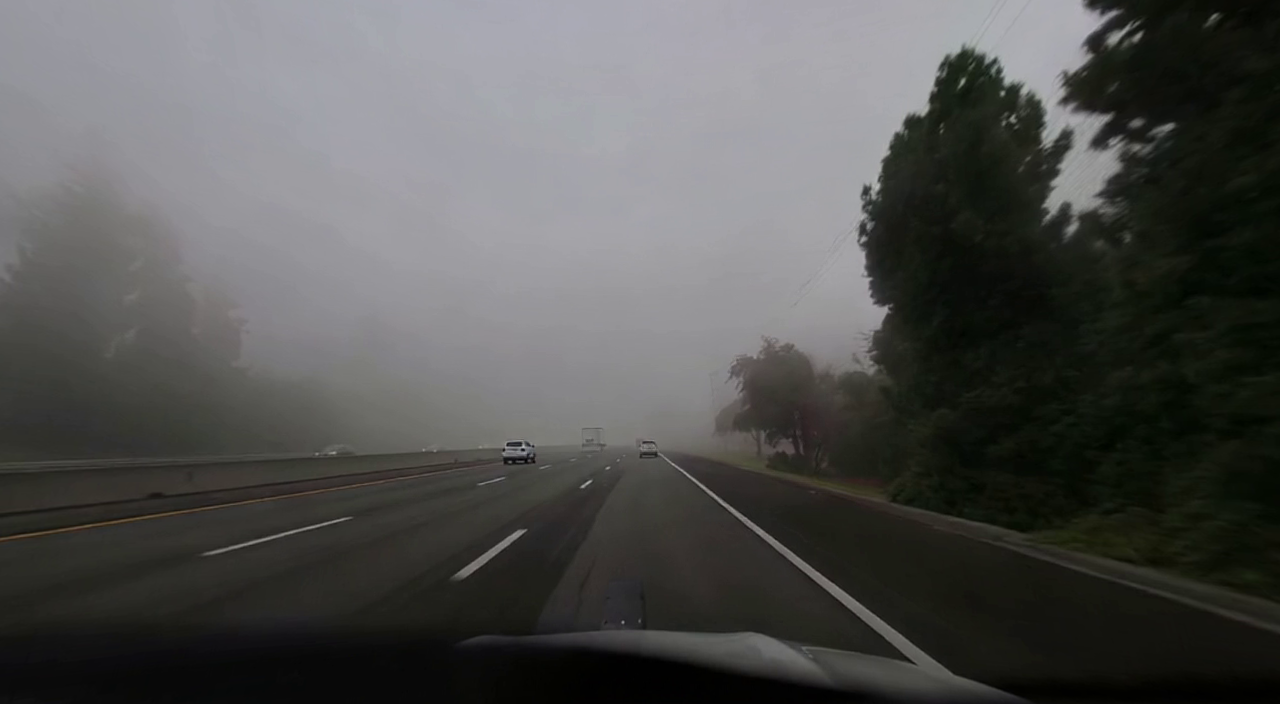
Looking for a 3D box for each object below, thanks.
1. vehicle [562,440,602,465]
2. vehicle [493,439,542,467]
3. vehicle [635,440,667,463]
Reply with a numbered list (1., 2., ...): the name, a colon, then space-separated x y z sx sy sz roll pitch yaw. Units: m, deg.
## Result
1. vehicle: -3.558 6.245 39.200 2.046 1.478 4.111 0 -8 1
2. vehicle: -7.058 5.849 36.540 1.936 1.497 4.251 0 -8 1
3. vehicle: 0.732 6.714 42.583 2.057 1.453 3.926 0 -8 1
